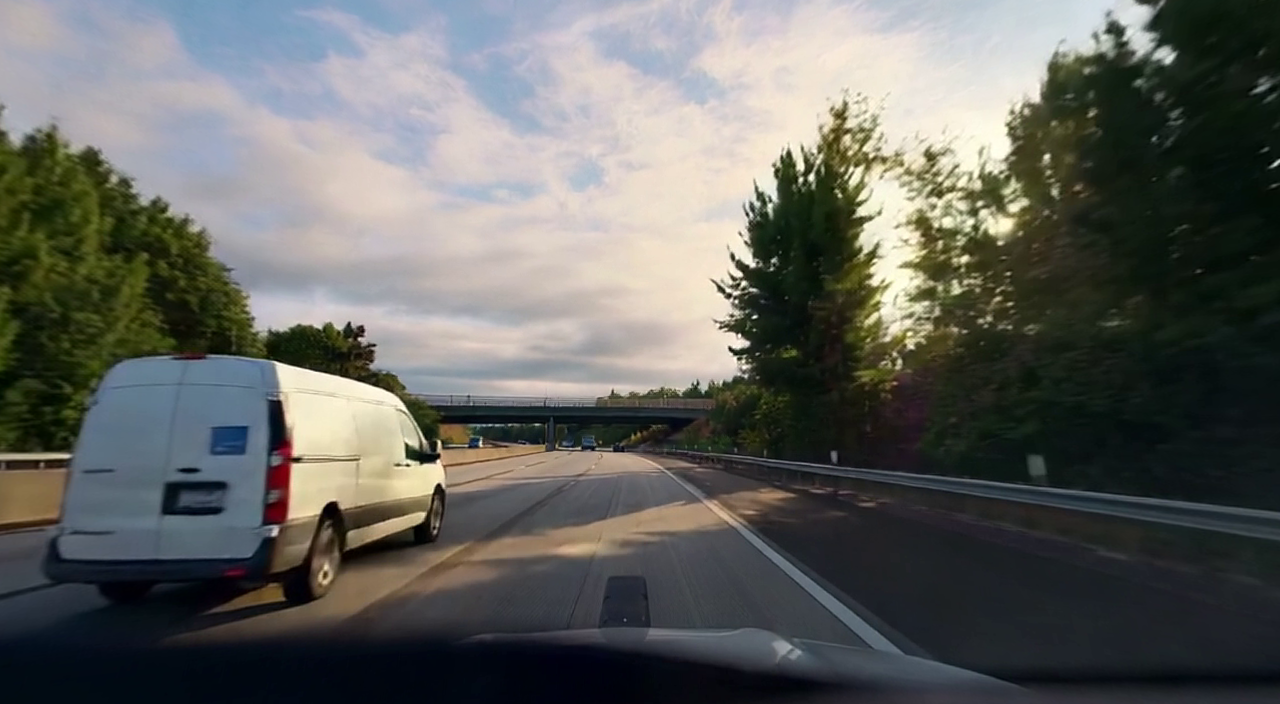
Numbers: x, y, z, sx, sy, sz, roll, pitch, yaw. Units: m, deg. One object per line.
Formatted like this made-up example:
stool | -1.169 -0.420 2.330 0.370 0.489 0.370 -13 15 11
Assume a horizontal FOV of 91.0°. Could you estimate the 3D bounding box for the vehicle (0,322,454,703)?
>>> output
vehicle | -3.665 1.147 5.710 2.372 1.891 5.061 0 -8 0
